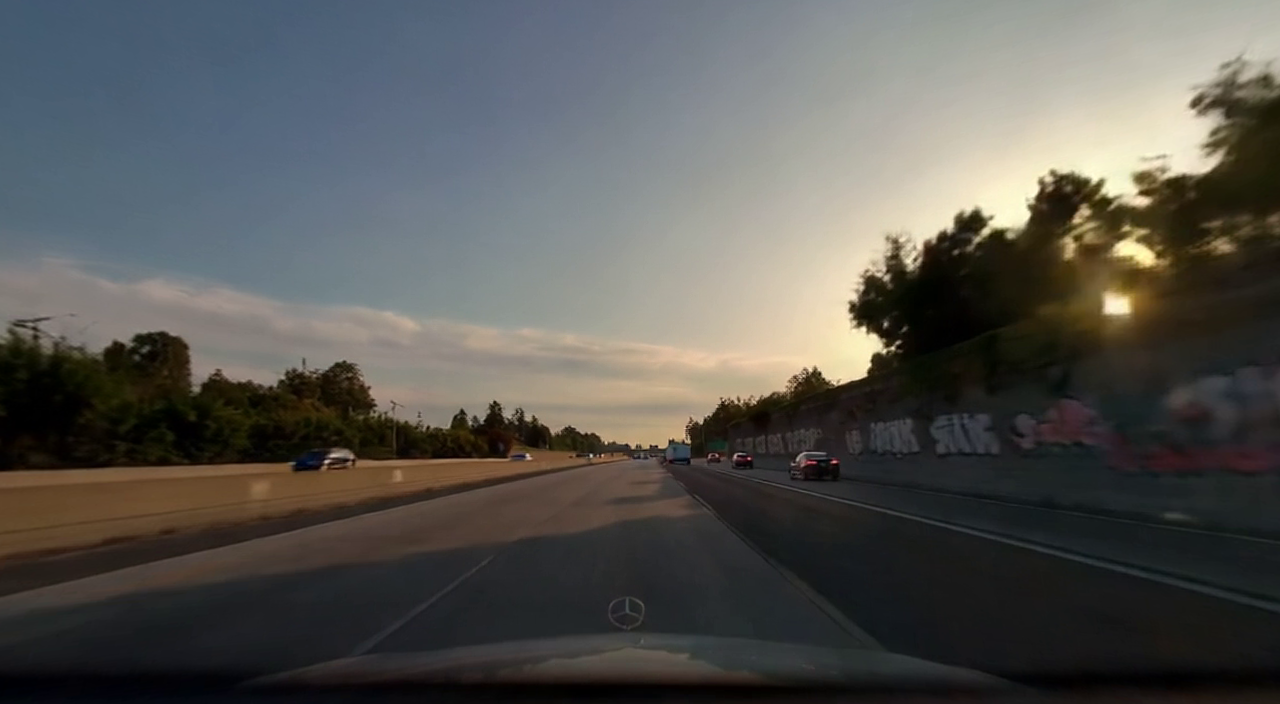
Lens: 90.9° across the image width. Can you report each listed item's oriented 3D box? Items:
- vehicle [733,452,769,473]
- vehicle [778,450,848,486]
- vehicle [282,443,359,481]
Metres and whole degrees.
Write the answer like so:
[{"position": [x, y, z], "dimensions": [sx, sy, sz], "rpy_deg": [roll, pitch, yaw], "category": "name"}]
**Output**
[{"position": [8.220, 8.254, 47.092], "dimensions": [1.842, 1.475, 4.479], "rpy_deg": [0, -9, 0], "category": "vehicle"}, {"position": [7.846, 5.275, 29.045], "dimensions": [1.907, 1.495, 4.517], "rpy_deg": [0, -9, 0], "category": "vehicle"}, {"position": [-18.923, 6.539, 37.574], "dimensions": [2.077, 2.106, 4.613], "rpy_deg": [0, -9, 1], "category": "vehicle"}]
